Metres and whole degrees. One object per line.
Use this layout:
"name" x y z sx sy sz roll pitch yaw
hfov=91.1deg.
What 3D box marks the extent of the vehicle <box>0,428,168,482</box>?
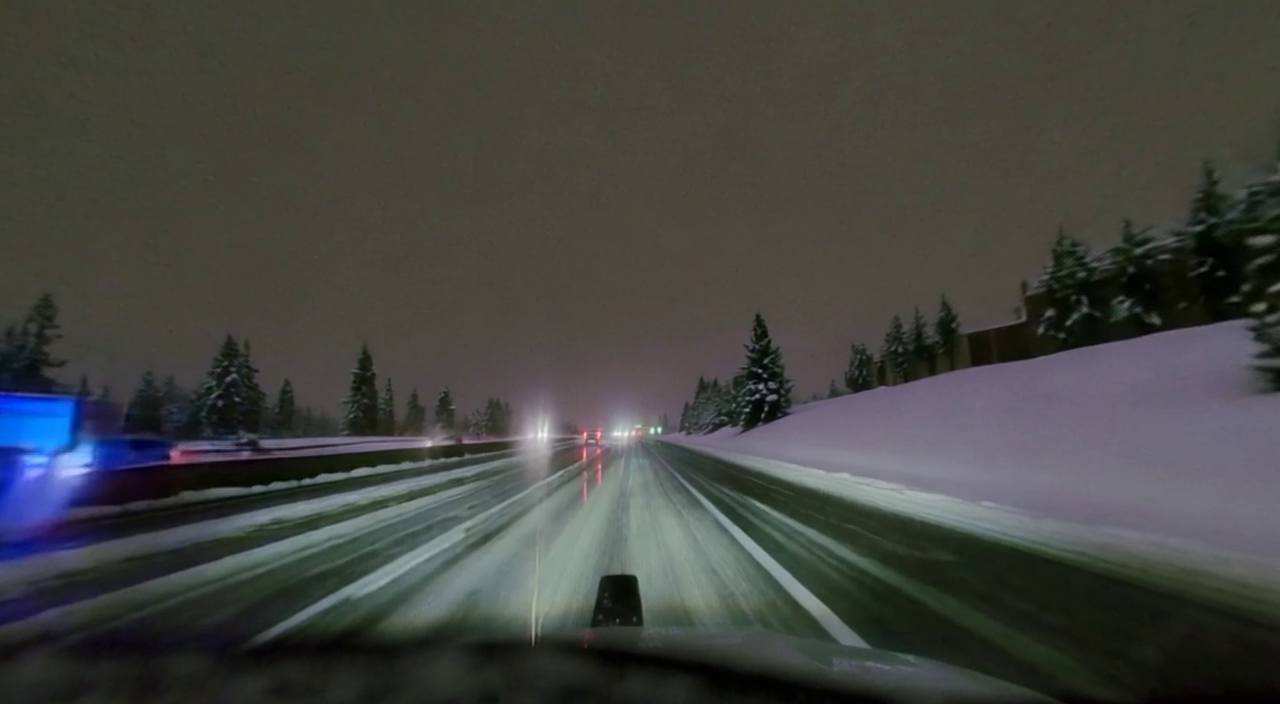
"vehicle" -19.699 3.616 22.525 1.953 1.697 4.661 0 -8 -1
